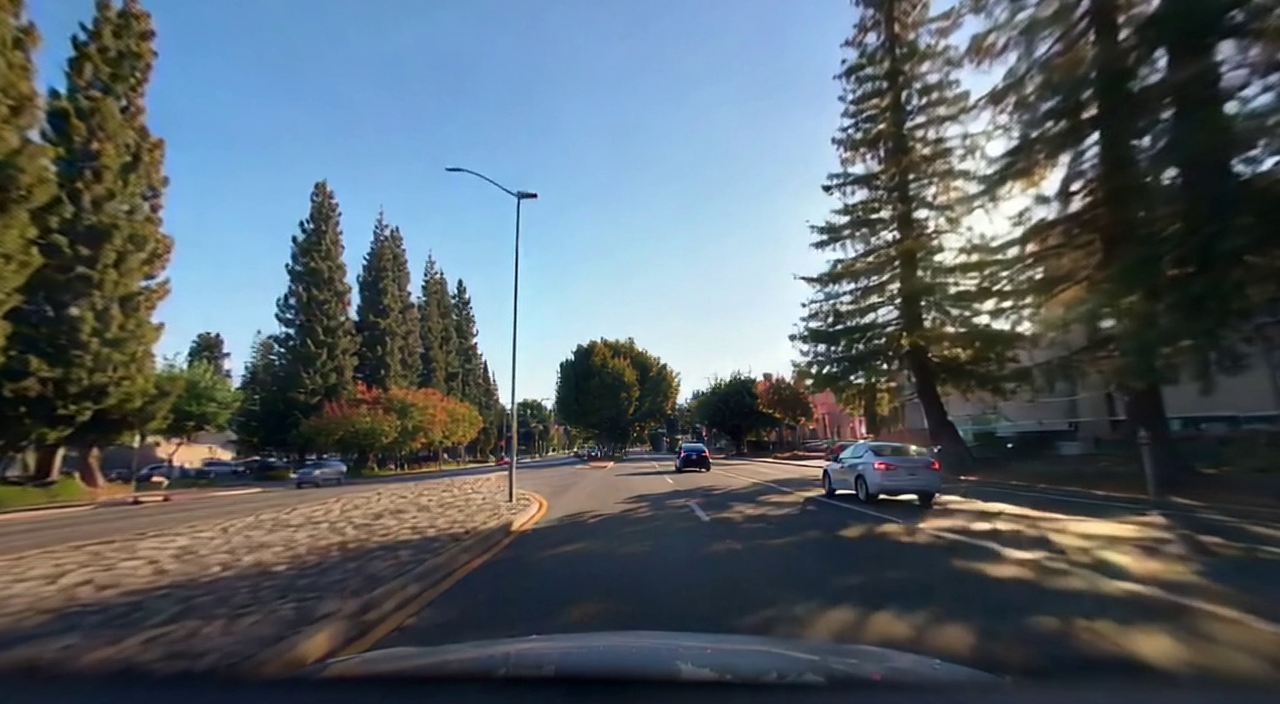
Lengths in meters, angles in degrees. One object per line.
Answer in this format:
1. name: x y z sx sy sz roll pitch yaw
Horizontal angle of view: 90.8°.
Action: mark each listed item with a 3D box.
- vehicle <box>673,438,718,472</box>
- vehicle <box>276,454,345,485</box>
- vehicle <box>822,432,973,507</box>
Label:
1. vehicle: 3.143 5.933 36.561 2.095 1.759 4.862 0 -9 -1
2. vehicle: -21.726 7.745 41.885 2.050 1.890 4.582 0 -9 1
3. vehicle: 6.274 2.897 16.024 2.000 1.618 4.238 0 -9 0
